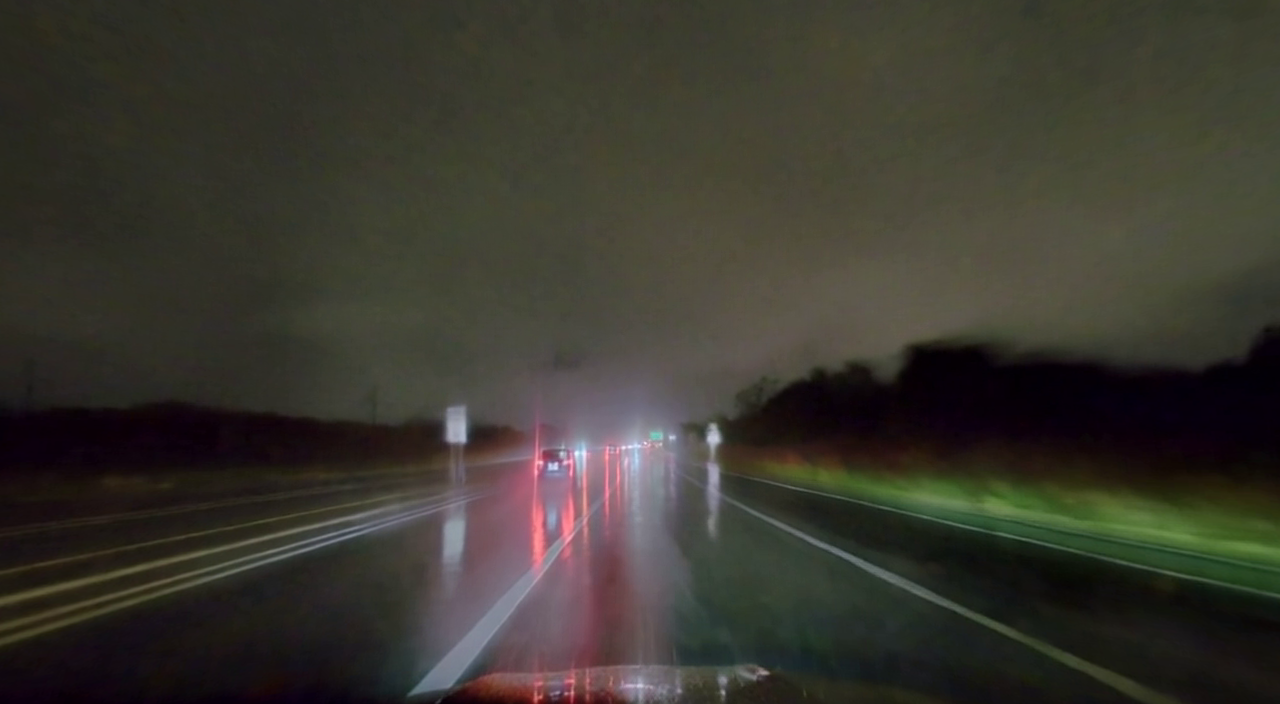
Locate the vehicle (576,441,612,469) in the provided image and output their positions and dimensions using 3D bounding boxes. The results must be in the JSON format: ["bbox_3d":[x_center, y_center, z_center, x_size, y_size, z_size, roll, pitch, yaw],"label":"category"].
[{"bbox_3d":[-3.216,7.375,45.103,2.177,1.852,4.427,0,-9,1],"label":"vehicle"}]

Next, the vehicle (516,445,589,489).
[{"bbox_3d":[-3.206,4.342,24.119,2.044,1.527,4.607,0,-9,1],"label":"vehicle"}]
